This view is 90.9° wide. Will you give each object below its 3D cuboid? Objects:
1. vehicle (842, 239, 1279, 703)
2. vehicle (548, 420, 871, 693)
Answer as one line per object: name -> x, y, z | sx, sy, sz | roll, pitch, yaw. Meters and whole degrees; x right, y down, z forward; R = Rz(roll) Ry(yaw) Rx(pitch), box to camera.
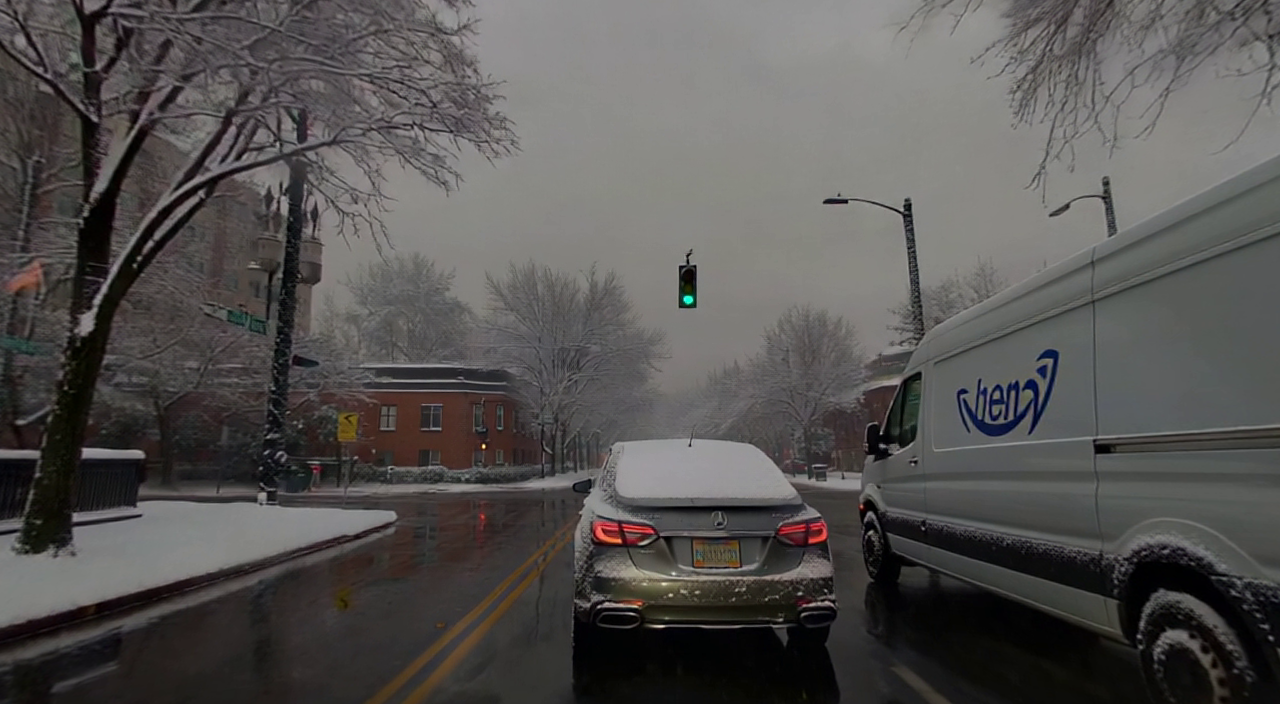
vehicle -> 2.849, 0.886, 2.891 | 2.054, 1.965, 5.248 | 1, -11, 0
vehicle -> 0.388, 1.587, 5.734 | 1.961, 1.629, 3.610 | 1, -11, -1
